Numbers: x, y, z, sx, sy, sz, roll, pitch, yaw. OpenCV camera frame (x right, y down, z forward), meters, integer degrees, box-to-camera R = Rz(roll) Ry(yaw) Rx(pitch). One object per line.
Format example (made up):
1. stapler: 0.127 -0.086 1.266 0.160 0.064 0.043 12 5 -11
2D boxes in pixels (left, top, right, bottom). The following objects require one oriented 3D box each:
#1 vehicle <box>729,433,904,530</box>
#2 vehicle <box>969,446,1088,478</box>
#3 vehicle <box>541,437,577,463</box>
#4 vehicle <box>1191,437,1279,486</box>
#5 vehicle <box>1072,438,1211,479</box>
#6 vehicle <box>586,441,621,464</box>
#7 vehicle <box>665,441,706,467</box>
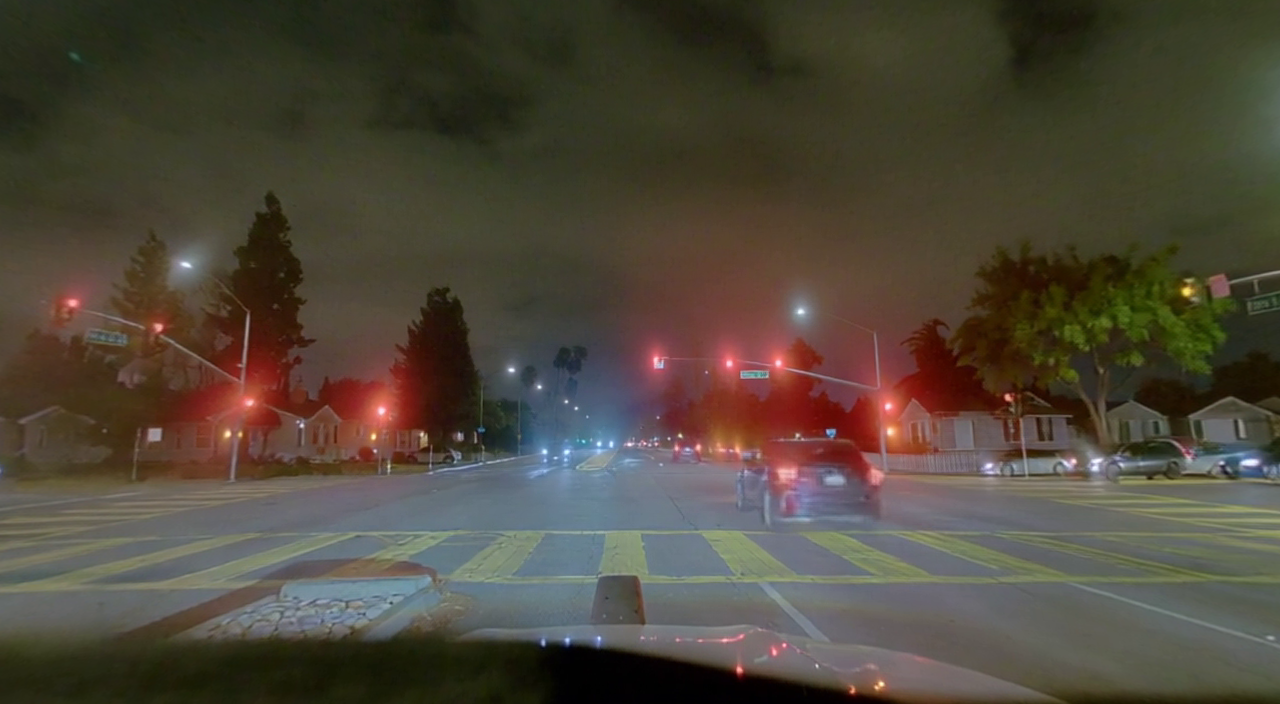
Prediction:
1. vehicle: 3.019 2.314 11.925 1.947 1.467 4.455 0 -9 -1
2. vehicle: 19.738 5.606 32.240 4.874 1.544 1.779 0 -9 1
3. vehicle: -5.566 6.822 43.886 2.025 1.704 4.104 0 -9 0
4. vehicle: 23.633 4.041 23.465 4.417 1.725 1.969 0 -9 -1
5. vehicle: 23.502 4.989 29.745 4.807 1.835 2.033 0 -9 -1
6. vehicle: -2.393 6.714 42.286 2.045 1.484 3.991 0 -9 0
7. vehicle: 2.767 6.321 39.432 2.142 1.506 4.948 0 -9 -1
